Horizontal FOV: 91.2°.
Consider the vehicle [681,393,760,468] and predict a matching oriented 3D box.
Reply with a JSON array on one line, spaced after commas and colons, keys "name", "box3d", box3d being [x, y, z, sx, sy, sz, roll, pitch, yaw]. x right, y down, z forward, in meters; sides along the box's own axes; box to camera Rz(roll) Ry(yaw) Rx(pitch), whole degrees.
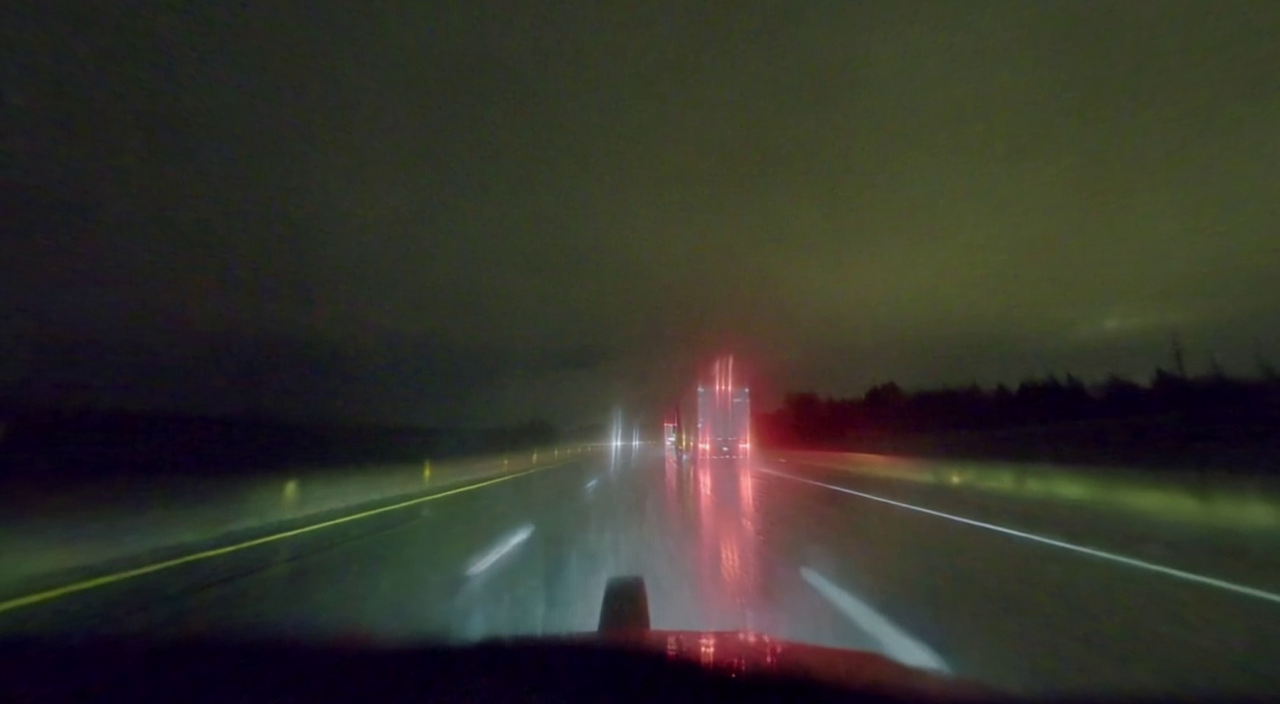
[{"name": "vehicle", "box3d": [4.767, 5.242, 40.719, 3.485, 3.975, 14.489, 0, -8, 1]}]
